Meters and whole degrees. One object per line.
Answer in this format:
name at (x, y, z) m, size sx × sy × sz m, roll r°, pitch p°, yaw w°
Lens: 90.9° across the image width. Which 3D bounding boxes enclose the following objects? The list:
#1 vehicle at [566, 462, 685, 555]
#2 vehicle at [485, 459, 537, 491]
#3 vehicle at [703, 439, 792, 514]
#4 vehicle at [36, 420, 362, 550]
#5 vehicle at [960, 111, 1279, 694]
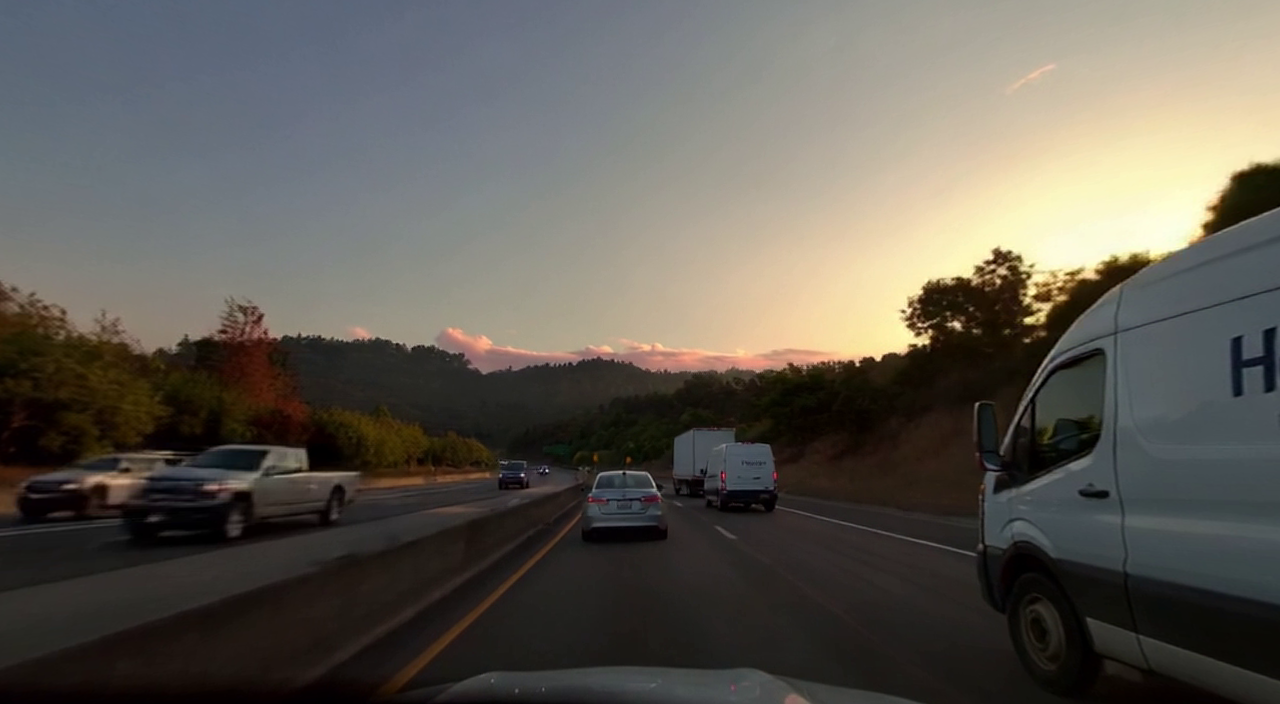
vehicle at (-0.255, 2.924, 12.228) m, size 1.980 × 1.493 × 3.410 m, roll 1°, pitch -11°, yaw -1°
vehicle at (-7.008, 6.770, 34.717) m, size 2.012 × 1.601 × 4.042 m, roll 1°, pitch -11°, yaw 0°
vehicle at (3.995, 4.810, 24.570) m, size 2.328 × 2.537 × 5.290 m, roll 1°, pitch -11°, yaw -2°
vehicle at (-6.641, 2.114, 10.345) m, size 2.069 × 1.628 × 4.479 m, roll 1°, pitch -11°, yaw 0°
vehicle at (5.602, 0.194, 3.342) m, size 2.890 × 3.726 × 9.269 m, roll 0°, pitch -11°, yaw 0°
